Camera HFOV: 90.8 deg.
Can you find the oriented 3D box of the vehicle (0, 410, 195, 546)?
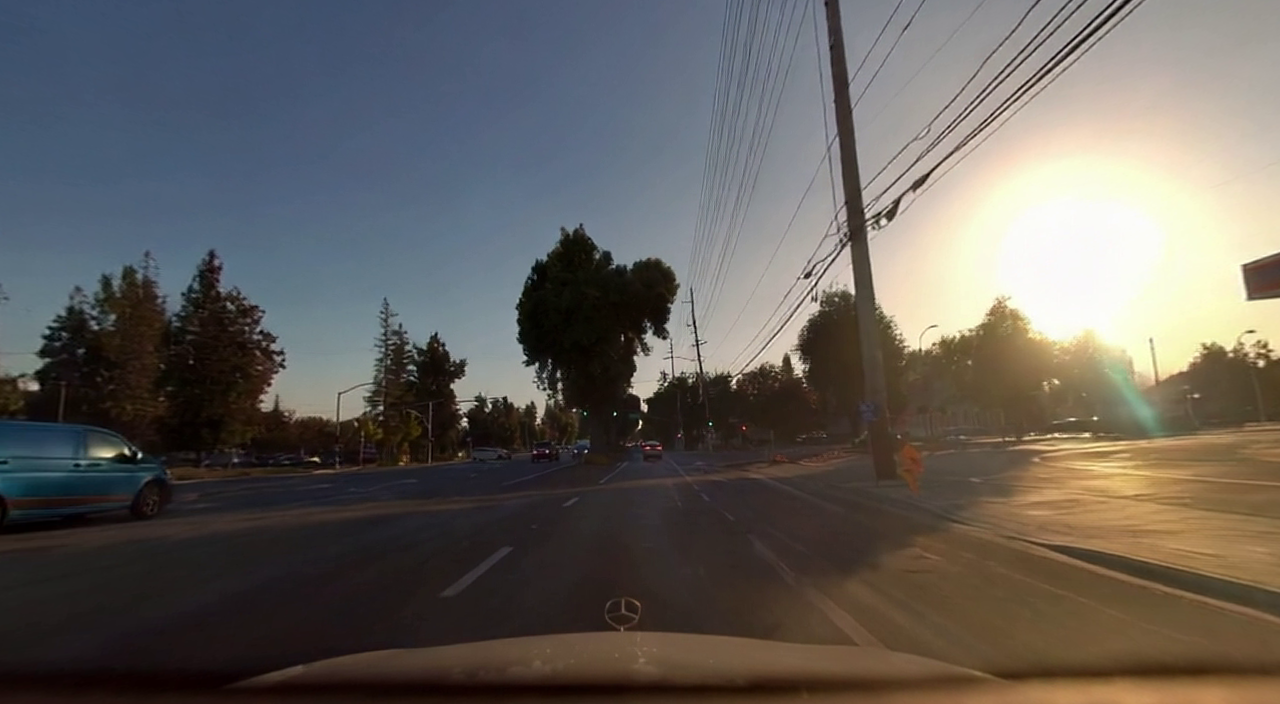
[{"bbox_3d":[-9.840,1.904,9.816,2.149,1.848,4.961,0,-8,1],"label":"vehicle"}]
